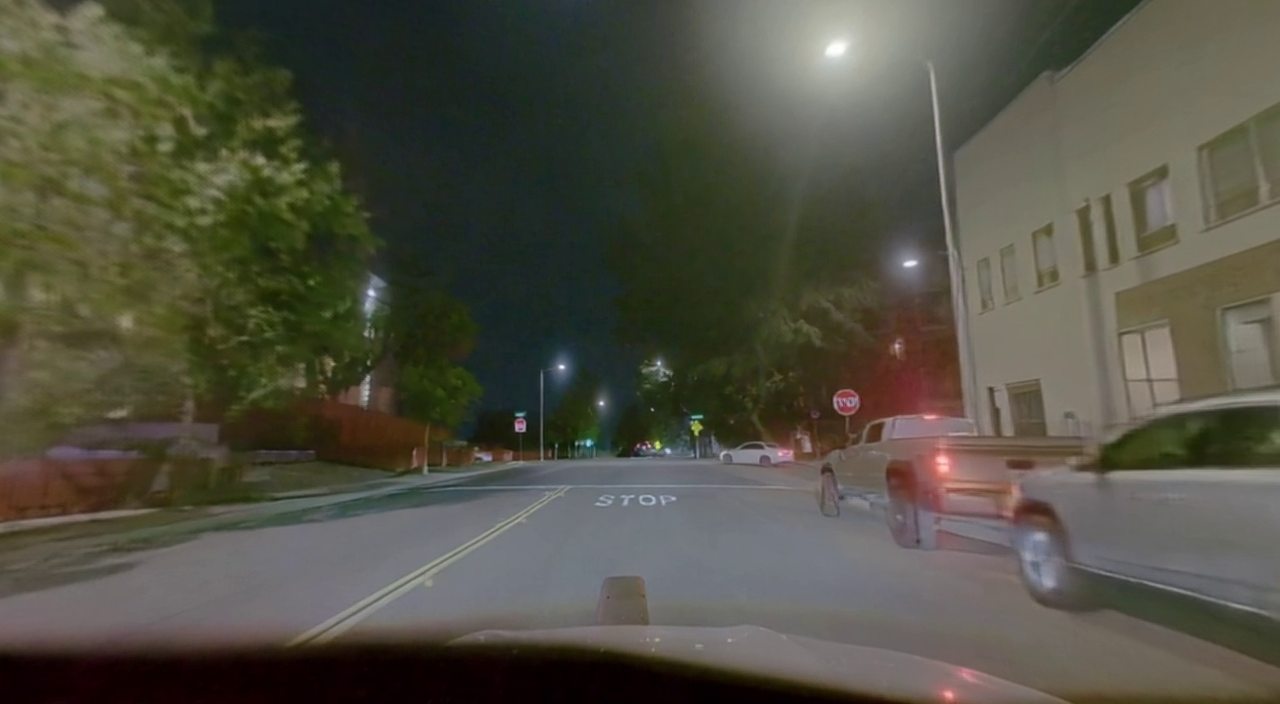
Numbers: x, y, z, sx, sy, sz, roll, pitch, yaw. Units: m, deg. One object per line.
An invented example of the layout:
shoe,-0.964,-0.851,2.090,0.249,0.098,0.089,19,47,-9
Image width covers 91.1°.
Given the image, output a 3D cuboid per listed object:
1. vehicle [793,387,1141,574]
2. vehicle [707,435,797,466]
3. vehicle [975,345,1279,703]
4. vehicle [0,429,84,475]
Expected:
vehicle,4.213,1.802,9.679,2.226,1.986,5.786,0,-8,0
vehicle,6.580,5.769,36.815,4.791,1.733,2.139,-4,-9,24
vehicle,4.215,0.973,3.640,2.041,1.838,4.524,0,-9,0
vehicle,-26.759,4.206,26.346,2.112,1.834,5.051,-3,-7,2
